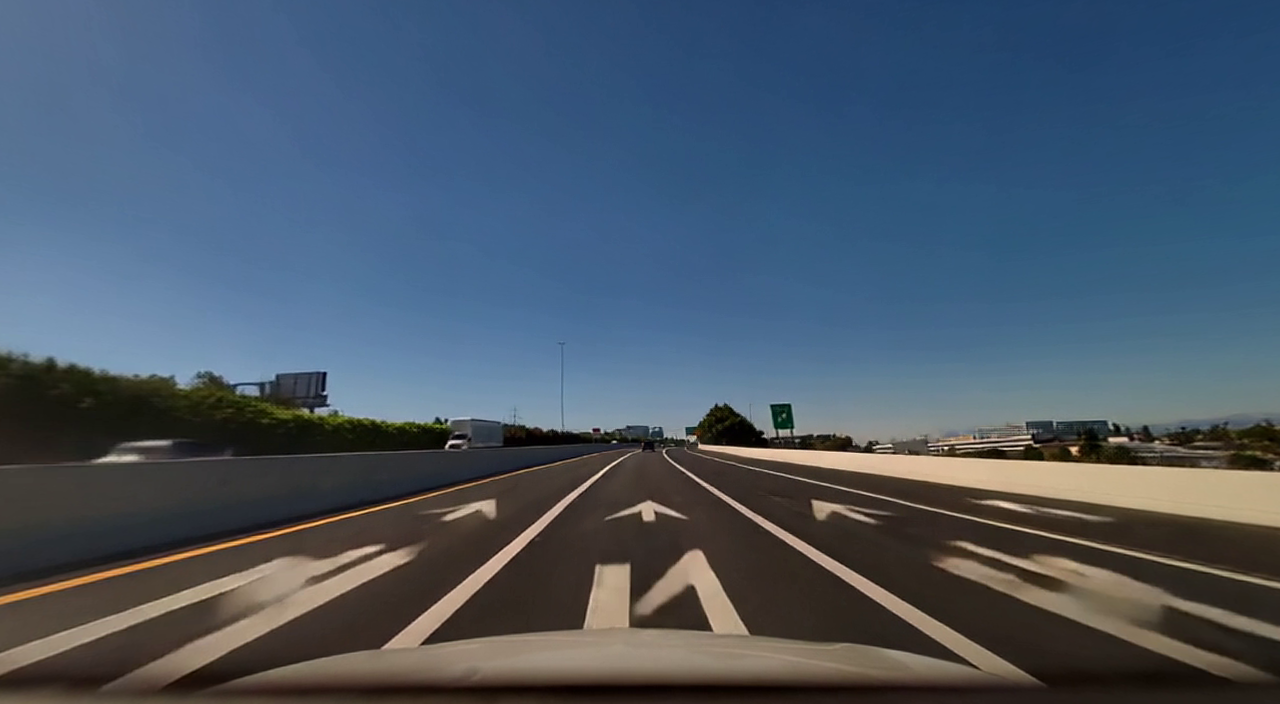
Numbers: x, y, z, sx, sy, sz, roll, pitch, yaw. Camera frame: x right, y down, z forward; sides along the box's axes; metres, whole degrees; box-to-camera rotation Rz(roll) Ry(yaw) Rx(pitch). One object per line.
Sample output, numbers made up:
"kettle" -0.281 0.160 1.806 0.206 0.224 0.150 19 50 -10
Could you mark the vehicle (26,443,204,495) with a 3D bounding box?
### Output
"vehicle" -17.303 3.834 21.152 1.905 1.489 4.751 -1 -8 0
